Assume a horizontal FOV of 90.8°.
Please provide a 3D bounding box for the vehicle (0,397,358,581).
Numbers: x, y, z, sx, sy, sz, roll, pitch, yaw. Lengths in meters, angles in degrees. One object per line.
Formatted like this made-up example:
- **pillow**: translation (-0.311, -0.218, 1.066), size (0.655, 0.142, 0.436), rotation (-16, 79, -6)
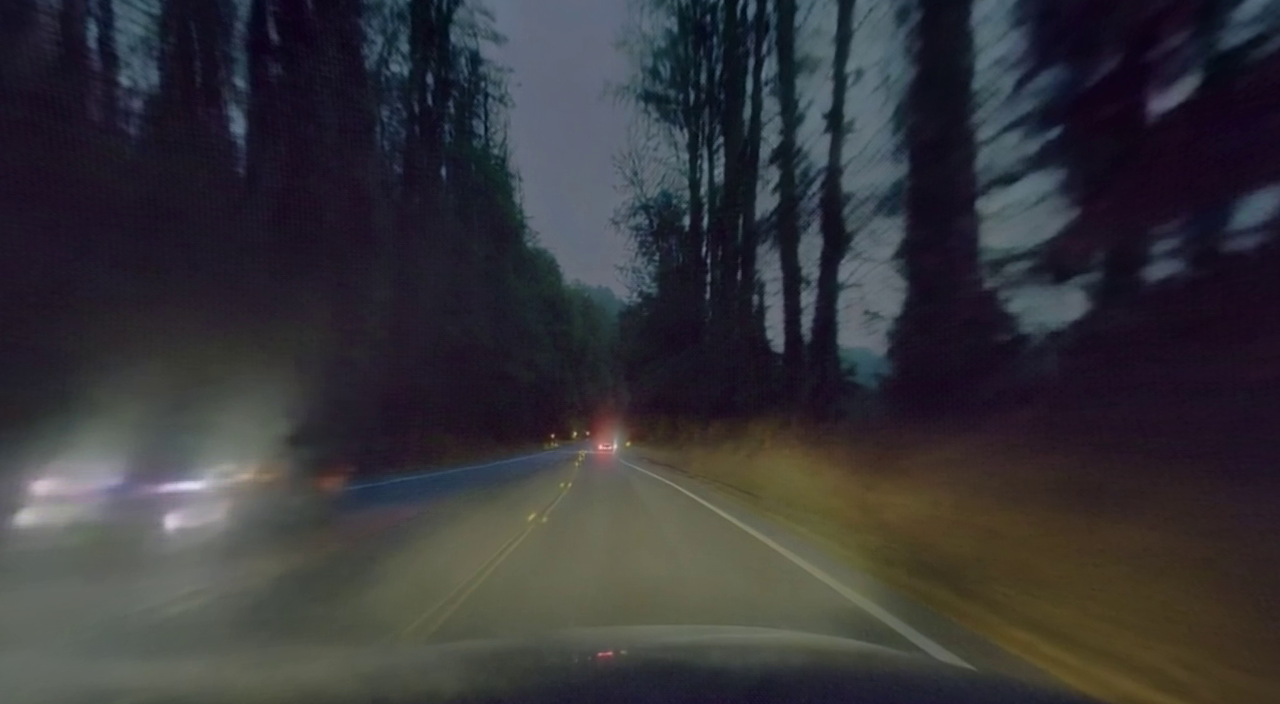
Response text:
- **vehicle**: translation (-5.855, 1.655, 8.339), size (2.318, 1.754, 4.328), rotation (0, -9, -1)
